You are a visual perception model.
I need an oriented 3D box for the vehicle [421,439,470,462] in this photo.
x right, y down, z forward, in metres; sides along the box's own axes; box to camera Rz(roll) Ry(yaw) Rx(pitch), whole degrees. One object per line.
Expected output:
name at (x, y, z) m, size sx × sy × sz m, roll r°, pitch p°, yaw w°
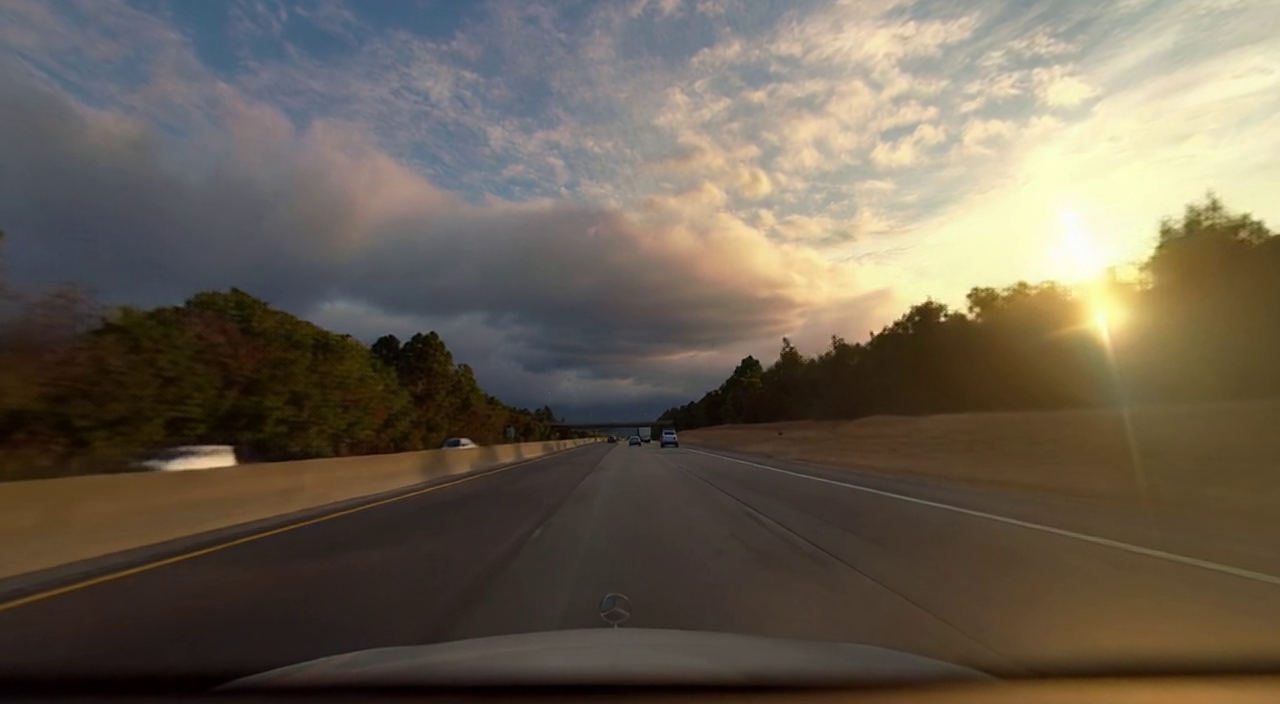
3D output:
vehicle at (-12.975, 6.560, 42.273) m, size 1.972 × 1.439 × 4.298 m, roll 0°, pitch -8°, yaw -1°

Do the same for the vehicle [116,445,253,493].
vehicle at (-16.541, 4.224, 23.207) m, size 1.860 × 1.515 × 4.377 m, roll 0°, pitch -8°, yaw -2°
